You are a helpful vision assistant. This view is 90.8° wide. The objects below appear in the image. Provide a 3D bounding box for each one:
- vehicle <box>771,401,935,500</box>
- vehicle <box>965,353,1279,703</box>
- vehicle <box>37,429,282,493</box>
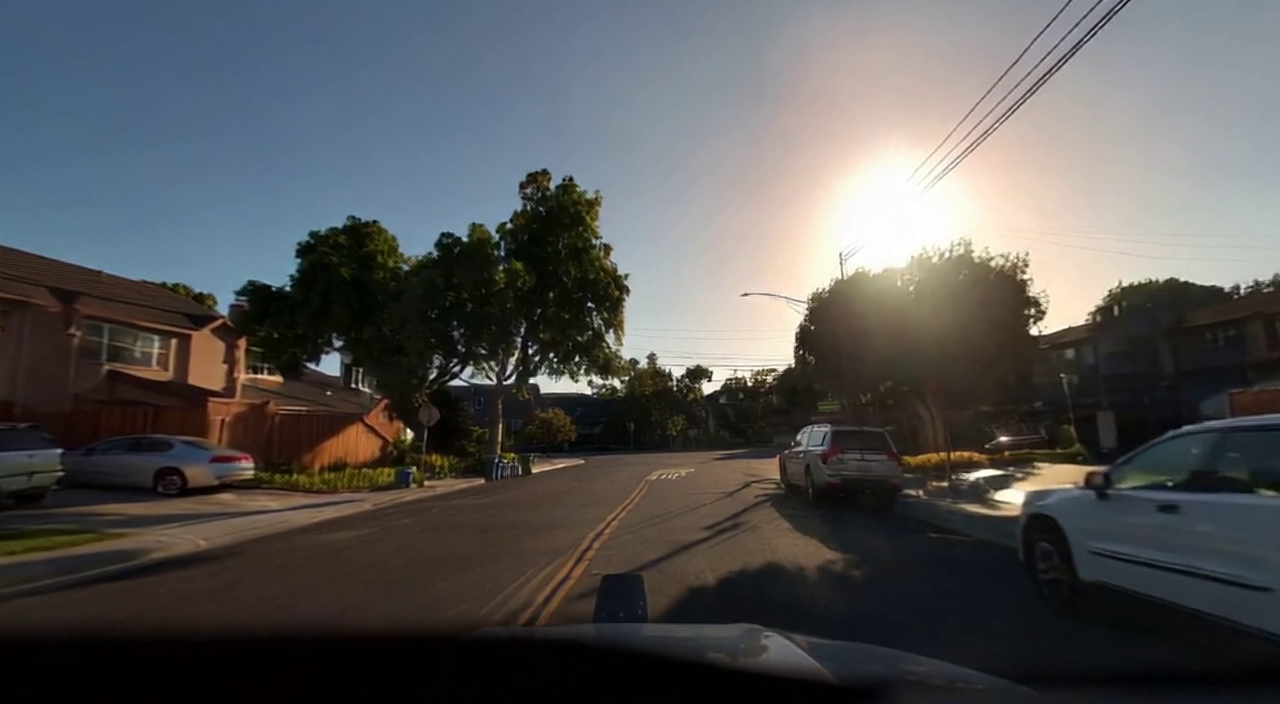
[{"bbox_3d":[5.247,2.603,16.840,2.735,2.117,6.103,-1,-9,5],"label":"vehicle"},{"bbox_3d":[4.186,1.035,3.849,2.194,1.786,4.704,-1,-9,5],"label":"vehicle"},{"bbox_3d":[-11.585,2.647,15.451,4.455,1.419,2.017,-1,-9,5],"label":"vehicle"}]
